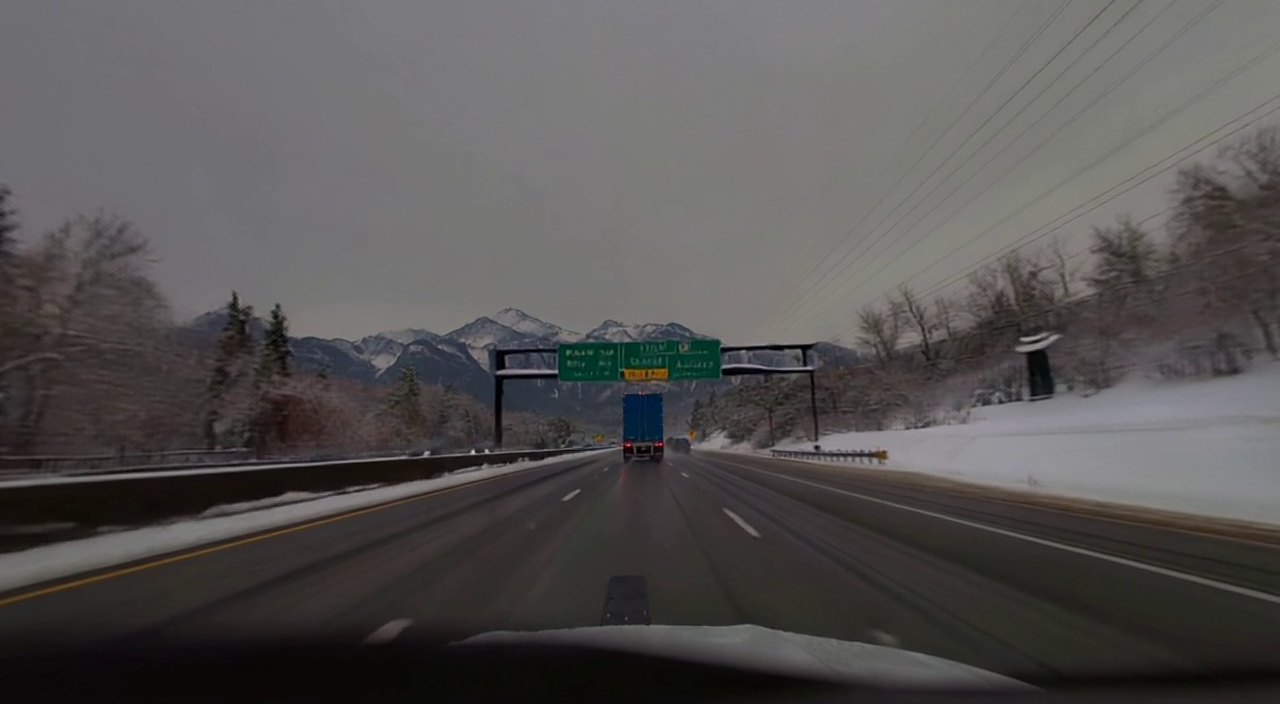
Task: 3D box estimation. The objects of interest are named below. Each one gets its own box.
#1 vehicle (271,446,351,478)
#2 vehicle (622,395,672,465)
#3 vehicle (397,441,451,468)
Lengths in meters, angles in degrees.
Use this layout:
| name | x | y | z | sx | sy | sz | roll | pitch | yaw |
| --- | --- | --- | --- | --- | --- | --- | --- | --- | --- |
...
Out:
| name | x | y | z | sx | sy | sz | roll | pitch | yaw |
| --- | --- | --- | --- | --- | --- | --- | --- | --- | --- |
| vehicle | -19.699 | 6.547 | 37.971 | 2.178 | 1.774 | 4.795 | 0 | -8 | 0 |
| vehicle | 0.332 | 5.404 | 42.765 | 2.919 | 4.101 | 11.541 | 0 | -8 | -1 |
| vehicle | -15.811 | 7.510 | 46.414 | 2.107 | 1.872 | 5.115 | 0 | -8 | 1 |
